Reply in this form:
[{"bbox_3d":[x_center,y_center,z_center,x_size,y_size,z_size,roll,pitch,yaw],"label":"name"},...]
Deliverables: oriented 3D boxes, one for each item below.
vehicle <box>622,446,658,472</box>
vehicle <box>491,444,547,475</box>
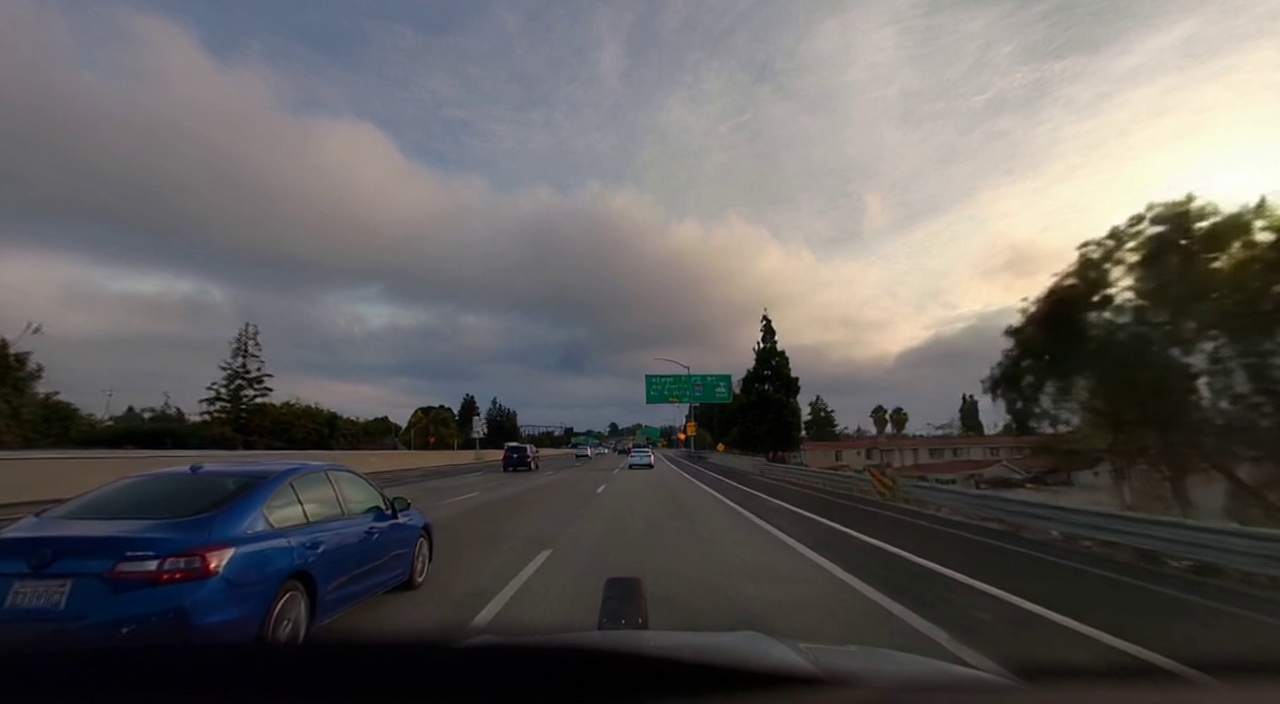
[{"bbox_3d":[0.003,6.312,37.454,2.051,1.443,3.770,0,-8,0],"label":"vehicle"},{"bbox_3d":[-6.404,5.703,33.787,2.075,1.528,4.327,0,-8,1],"label":"vehicle"}]
